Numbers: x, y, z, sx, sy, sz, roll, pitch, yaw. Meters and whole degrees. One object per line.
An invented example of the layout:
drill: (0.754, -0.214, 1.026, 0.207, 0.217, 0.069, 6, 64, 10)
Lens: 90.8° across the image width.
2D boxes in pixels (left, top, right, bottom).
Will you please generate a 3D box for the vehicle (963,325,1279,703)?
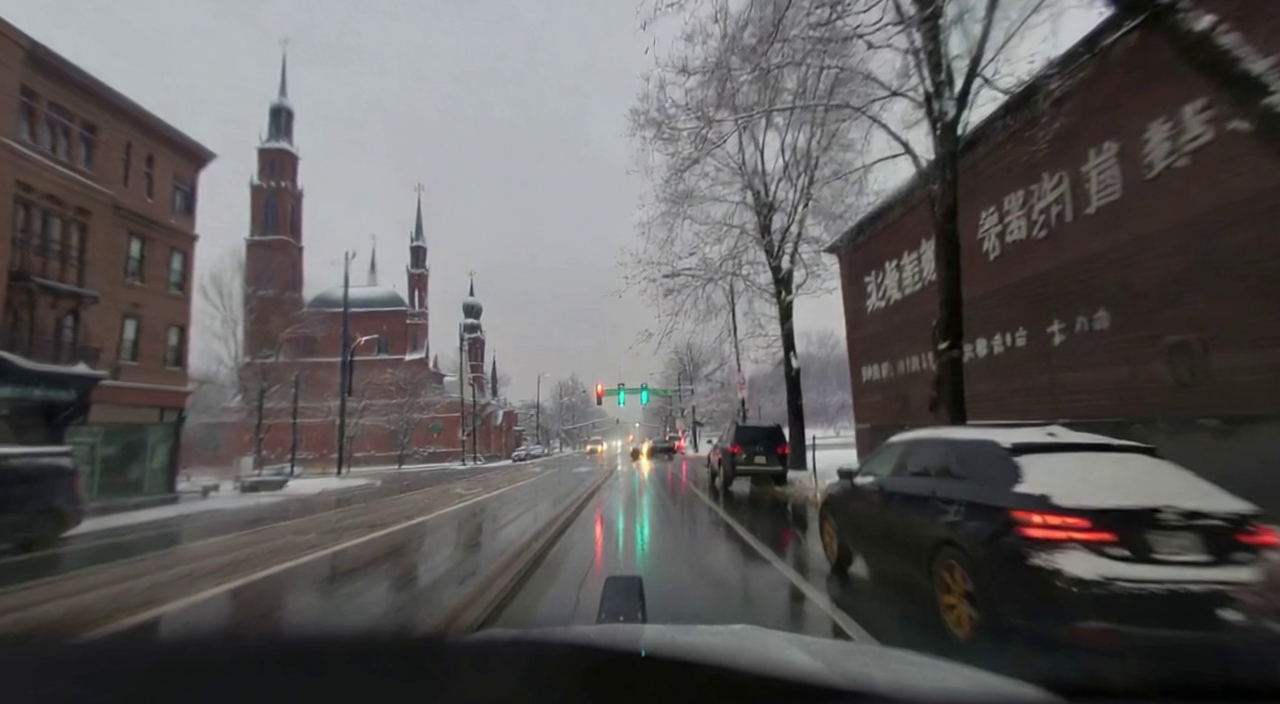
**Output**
vehicle: (3.141, 0.694, 1.562, 2.452, 1.640, 4.646, -1, -8, 4)

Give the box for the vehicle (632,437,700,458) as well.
vehicle: (1.902, 7.033, 46.442, 4.620, 1.476, 1.881, 3, -9, -19)

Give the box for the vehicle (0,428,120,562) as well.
vehicle: (-15.505, 2.870, 12.105, 2.953, 2.851, 9.417, 2, -8, 0)

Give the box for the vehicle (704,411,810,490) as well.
vehicle: (3.337, 2.979, 19.425, 2.269, 2.046, 5.649, 0, -8, 1)
